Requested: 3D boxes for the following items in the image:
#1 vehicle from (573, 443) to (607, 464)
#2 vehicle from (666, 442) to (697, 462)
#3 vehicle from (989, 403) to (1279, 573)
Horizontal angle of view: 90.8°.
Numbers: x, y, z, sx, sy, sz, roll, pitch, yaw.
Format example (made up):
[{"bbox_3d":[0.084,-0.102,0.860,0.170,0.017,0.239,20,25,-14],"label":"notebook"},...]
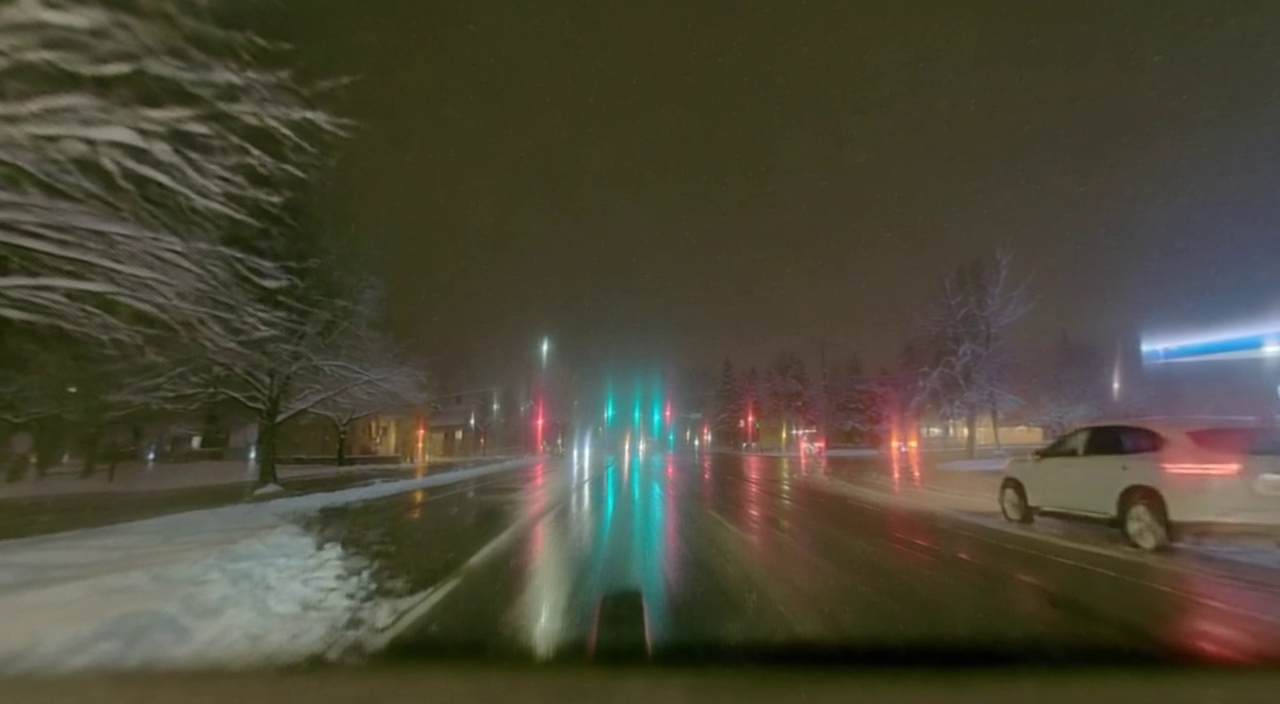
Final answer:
[{"bbox_3d":[-3.543,7.231,45.263,2.049,1.449,4.213,0,-8,0],"label":"vehicle"},{"bbox_3d":[3.150,7.616,48.377,2.029,1.442,4.054,0,-8,-1],"label":"vehicle"},{"bbox_3d":[6.756,1.638,8.351,1.950,1.668,4.053,0,-8,0],"label":"vehicle"}]
